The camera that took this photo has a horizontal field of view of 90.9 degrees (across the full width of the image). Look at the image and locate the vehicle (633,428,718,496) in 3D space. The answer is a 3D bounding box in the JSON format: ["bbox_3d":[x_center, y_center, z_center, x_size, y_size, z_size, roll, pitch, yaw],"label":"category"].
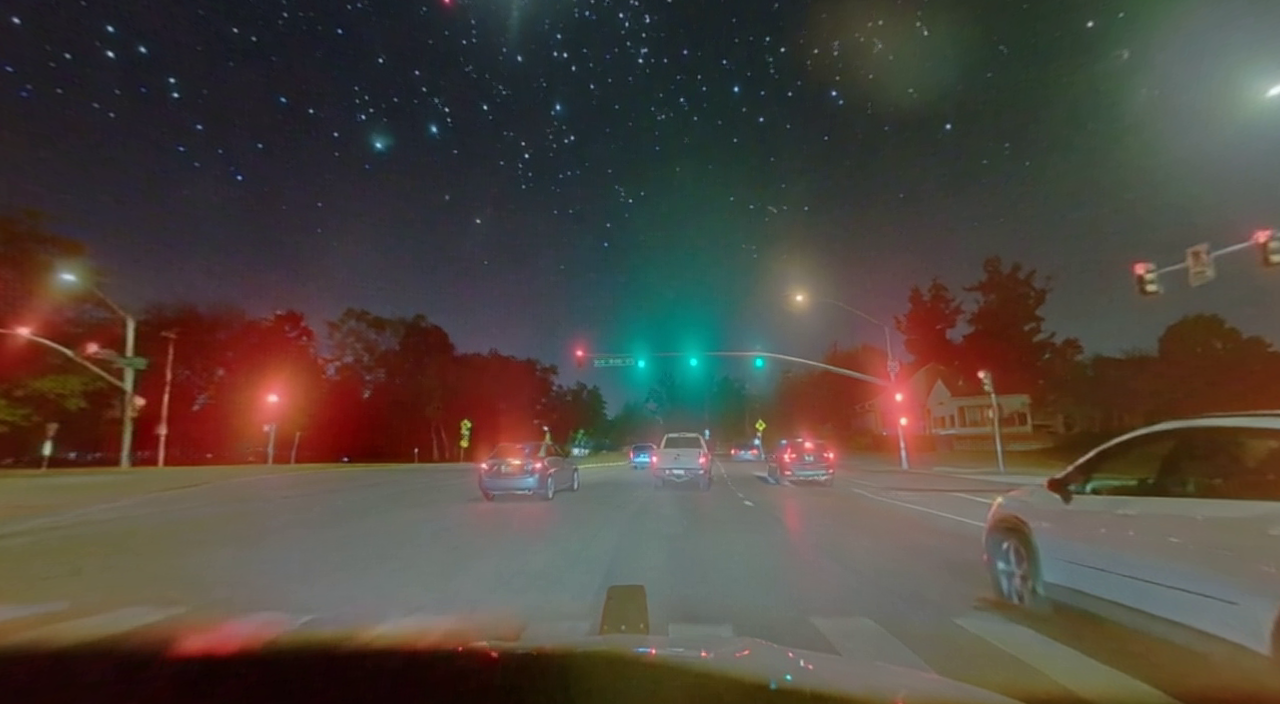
[{"bbox_3d":[1.152,3.275,19.076,2.250,1.768,4.574,-1,-9,6],"label":"vehicle"}]

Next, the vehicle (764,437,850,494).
[{"bbox_3d":[4.909,3.369,19.050,1.859,1.540,3.454,-1,-9,4],"label":"vehicle"}]

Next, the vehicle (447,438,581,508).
[{"bbox_3d":[-2.906,2.921,15.763,2.006,1.464,4.586,-1,-9,6],"label":"vehicle"}]

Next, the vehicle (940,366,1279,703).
[{"bbox_3d":[3.663,0.975,3.167,2.106,1.636,4.655,0,-9,2],"label":"vehicle"}]

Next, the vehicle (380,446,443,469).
[{"bbox_3d":[-15.191,7.007,42.142,1.869,1.449,4.417,-2,-9,11],"label":"vehicle"}]
